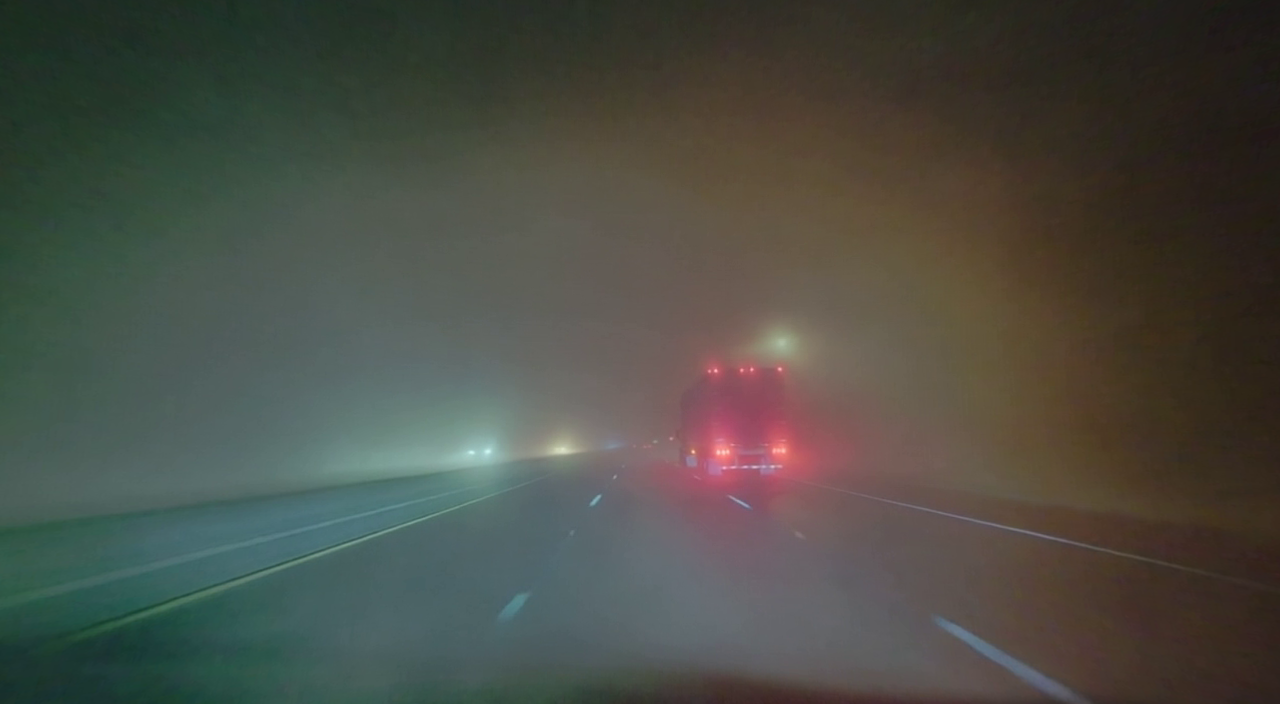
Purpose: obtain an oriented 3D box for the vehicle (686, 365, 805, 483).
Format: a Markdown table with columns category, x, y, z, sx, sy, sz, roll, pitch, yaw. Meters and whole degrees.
| category | x | y | z | sx | sy | sz | roll | pitch | yaw |
| --- | --- | --- | --- | --- | --- | --- | --- | --- | --- |
| vehicle | 4.149 | 3.527 | 28.913 | 2.933 | 4.100 | 14.317 | 0 | -8 | 0 |
